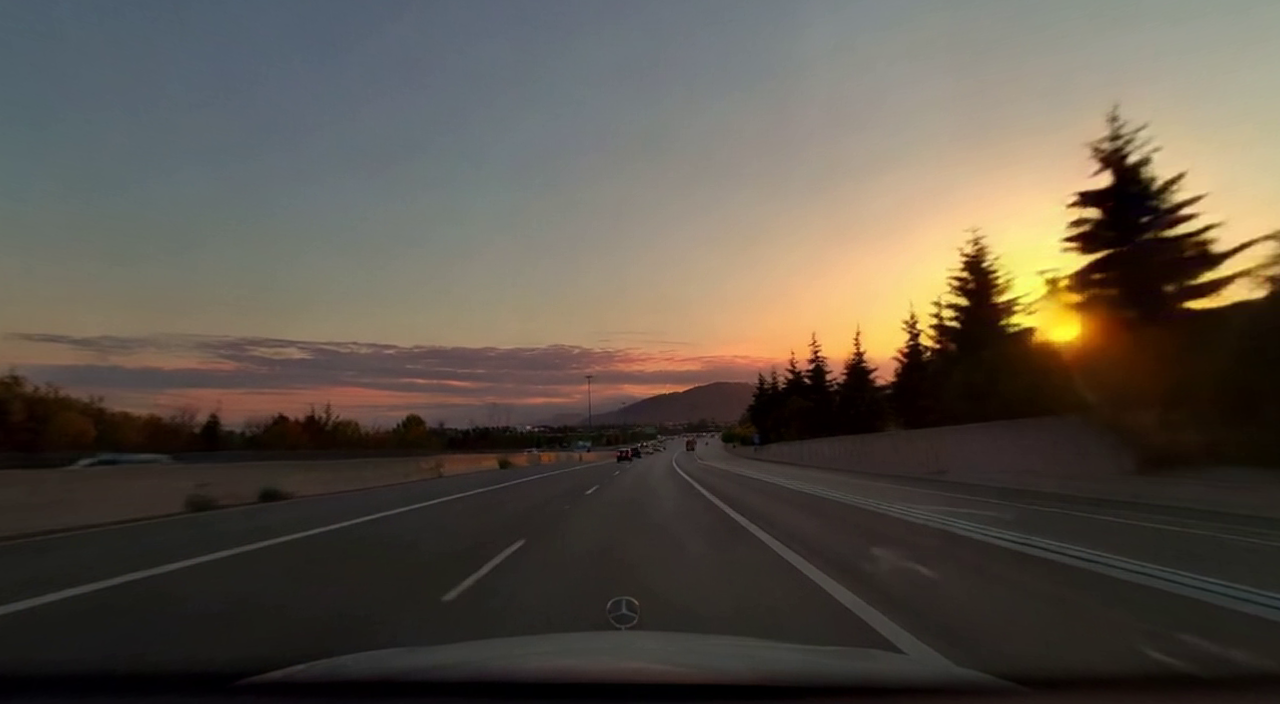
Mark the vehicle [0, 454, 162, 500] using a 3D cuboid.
[{"bbox_3d":[-19.888,4.409,22.705,1.906,1.471,4.320,0,-9,1],"label":"vehicle"}]
